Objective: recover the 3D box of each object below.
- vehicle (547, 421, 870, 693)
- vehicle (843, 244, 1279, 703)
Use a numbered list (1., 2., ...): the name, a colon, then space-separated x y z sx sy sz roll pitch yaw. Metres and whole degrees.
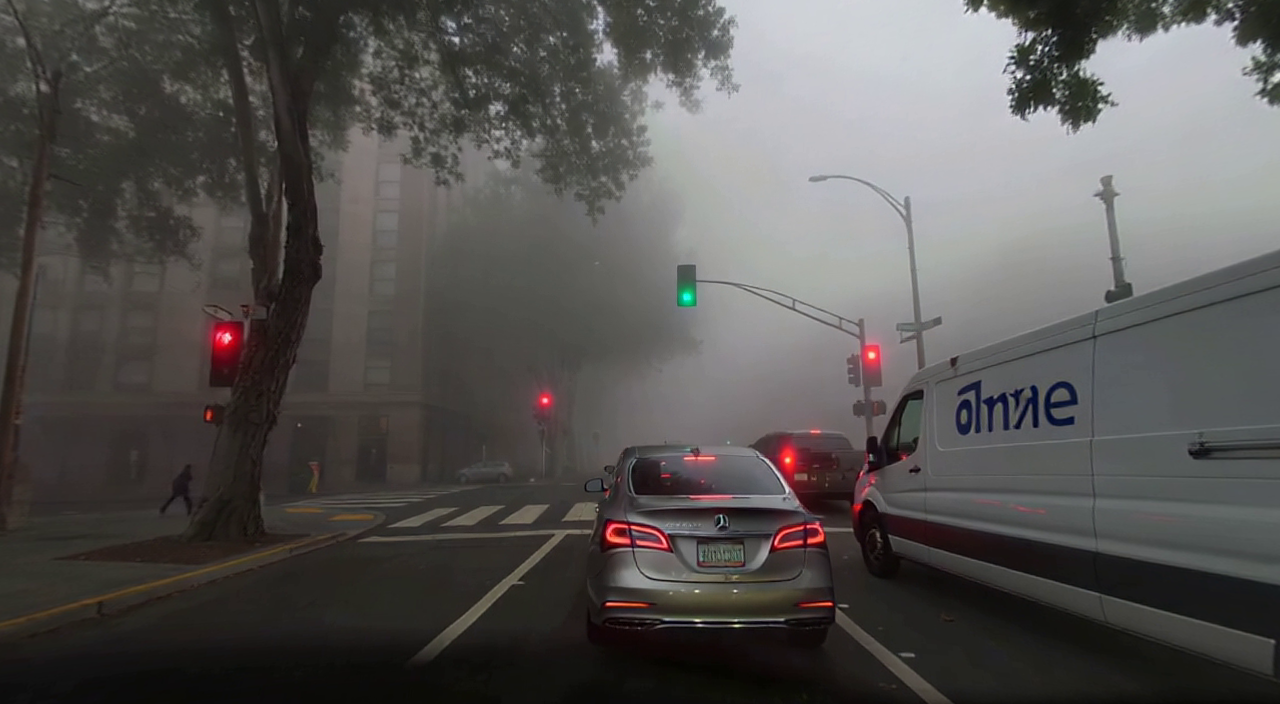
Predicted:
1. vehicle: 0.379 1.591 5.735 1.961 1.629 3.610 1 -10 -1
2. vehicle: 2.857 0.897 2.900 2.054 1.965 5.248 1 -11 0
